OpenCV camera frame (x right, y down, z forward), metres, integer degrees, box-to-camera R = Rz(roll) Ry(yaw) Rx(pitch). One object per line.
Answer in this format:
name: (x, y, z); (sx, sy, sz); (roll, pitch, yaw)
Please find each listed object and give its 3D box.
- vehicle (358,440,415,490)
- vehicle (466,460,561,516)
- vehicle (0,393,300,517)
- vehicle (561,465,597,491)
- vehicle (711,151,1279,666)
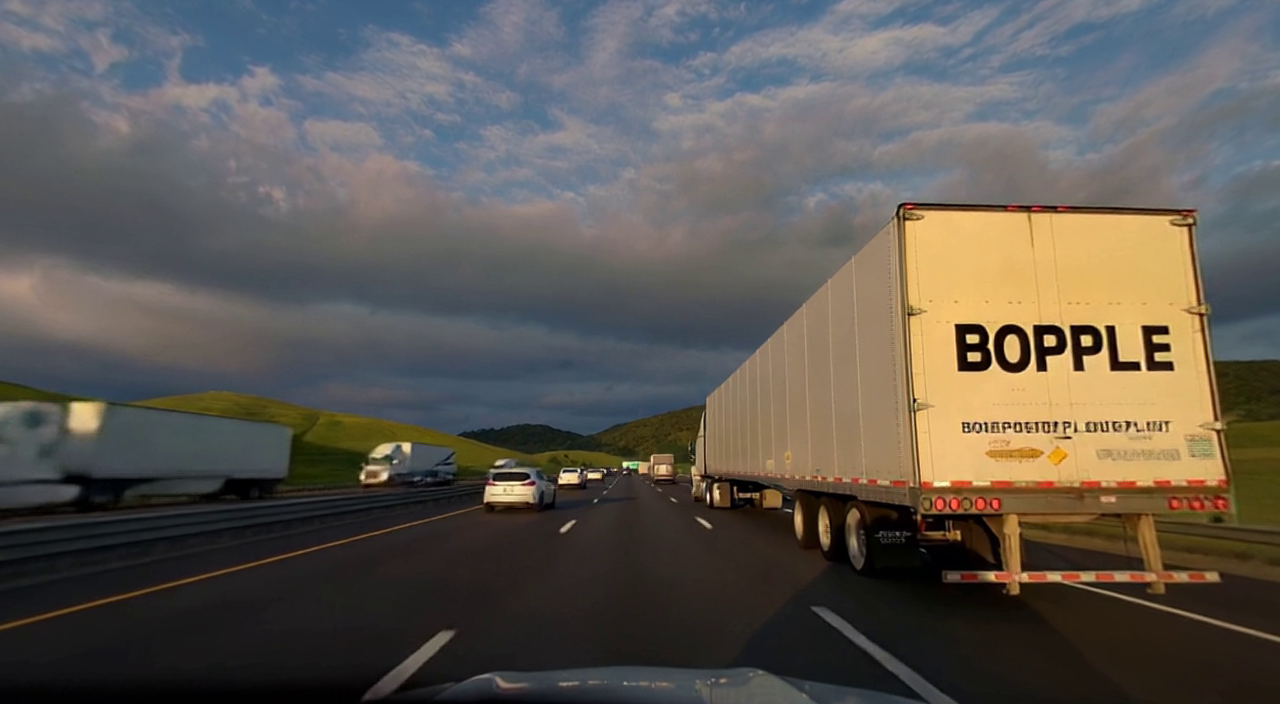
vehicle: (-20.030, 8.975, 49.945); (2.859, 3.706, 3.474); (1, -11, -1)
vehicle: (-3.952, 4.386, 20.643); (2.088, 1.566, 4.853); (1, -11, 0)
vehicle: (-19.966, 4.566, 27.050); (2.917, 3.889, 14.334); (1, -11, -1)
vehicle: (-4.131, 8.621, 43.180); (2.063, 1.671, 4.197); (1, -11, 0)
vehicle: (3.713, 1.600, 11.898); (2.839, 4.062, 14.051); (1, -11, -1)
